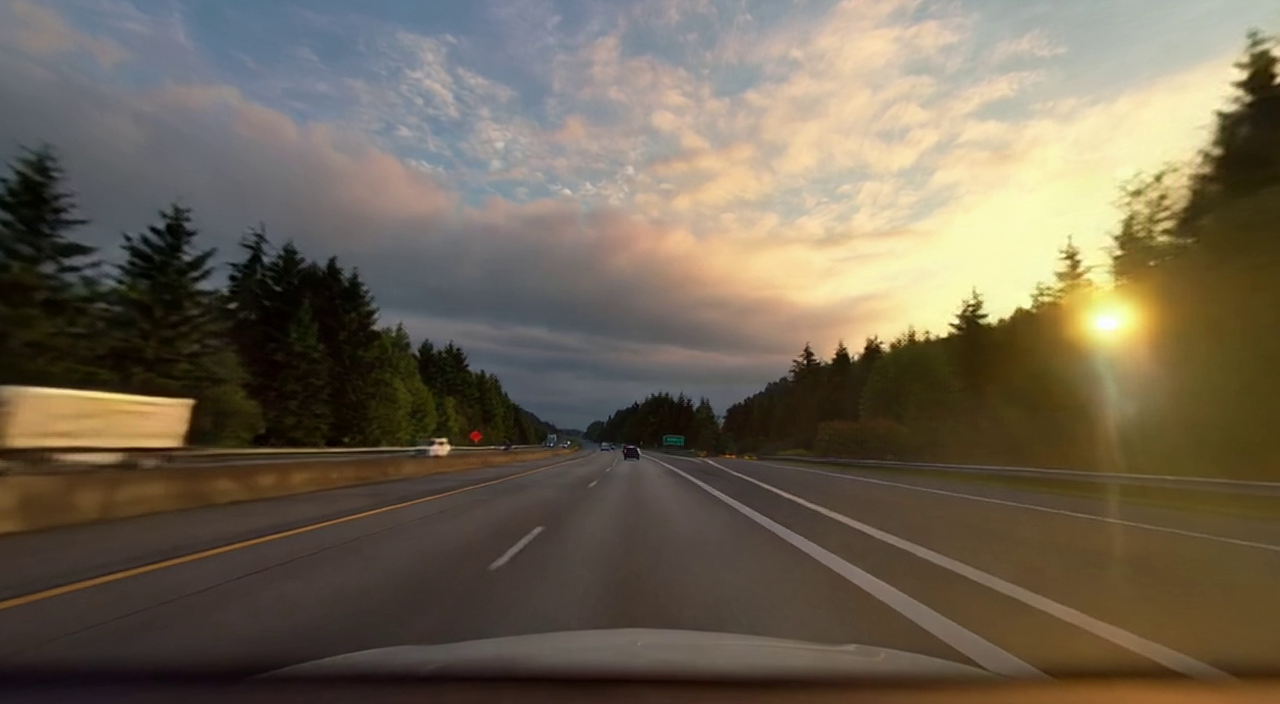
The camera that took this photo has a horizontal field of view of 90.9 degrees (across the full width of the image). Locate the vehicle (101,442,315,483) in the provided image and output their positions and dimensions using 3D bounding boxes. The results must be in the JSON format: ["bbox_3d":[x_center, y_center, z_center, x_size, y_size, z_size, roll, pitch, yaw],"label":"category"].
[{"bbox_3d":[-16.916,4.397,25.762,2.583,1.363,8.841,0,-9,0],"label":"vehicle"}]

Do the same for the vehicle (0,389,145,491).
[{"bbox_3d":[-16.822,2.272,16.195,2.404,2.444,7.112,0,-9,0],"label":"vehicle"}]

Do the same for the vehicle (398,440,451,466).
[{"bbox_3d":[-13.037,6.142,38.406,1.849,1.471,3.999,0,-9,-1],"label":"vehicle"}]
